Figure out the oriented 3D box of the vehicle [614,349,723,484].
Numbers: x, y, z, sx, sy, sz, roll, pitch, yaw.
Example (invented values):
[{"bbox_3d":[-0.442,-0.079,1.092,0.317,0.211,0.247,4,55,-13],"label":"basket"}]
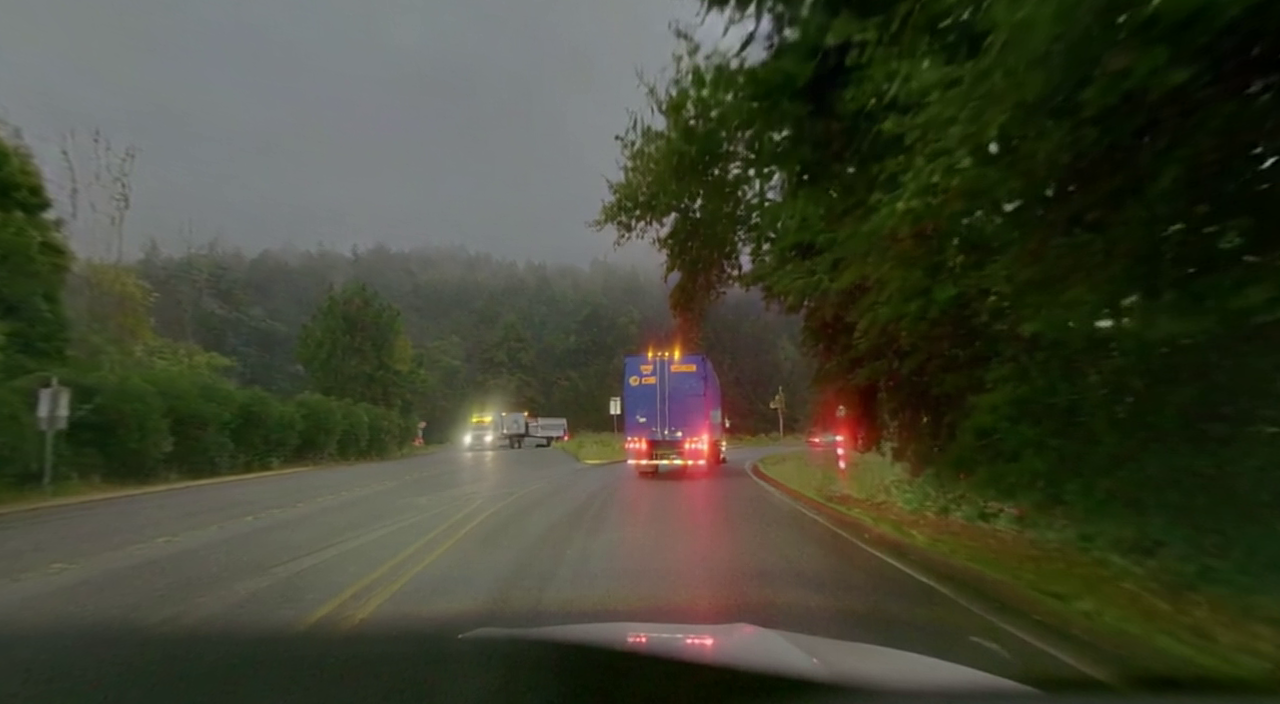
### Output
[{"bbox_3d":[1.349,2.360,21.926,2.937,3.647,9.344,-2,-7,7],"label":"vehicle"}]
